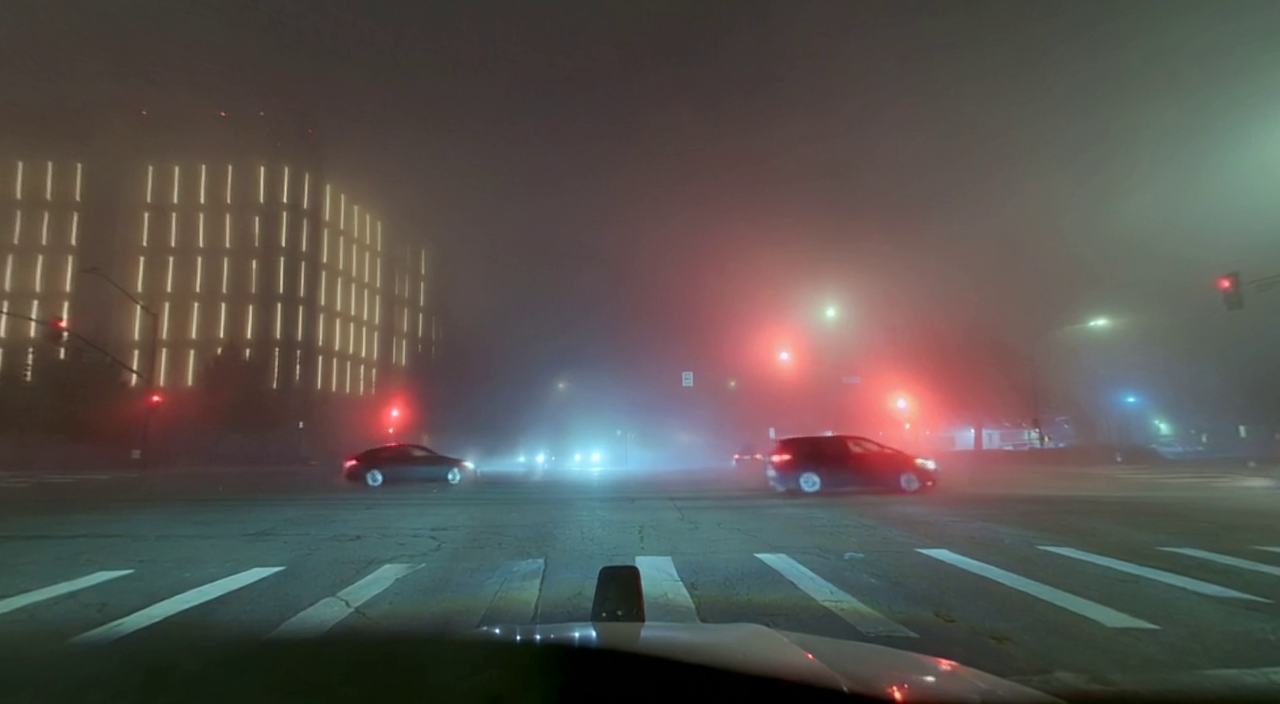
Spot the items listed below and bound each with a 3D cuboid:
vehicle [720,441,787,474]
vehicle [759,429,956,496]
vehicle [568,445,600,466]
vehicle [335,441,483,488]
[{"bbox_3d":[5.912,5.412,32.611,1.955,1.569,4.397,-5,-10,30],"label":"vehicle"},{"bbox_3d":[6.241,3.197,18.518,4.923,1.800,2.153,1,-8,-6],"label":"vehicle"},{"bbox_3d":[-4.337,8.129,49.765,2.130,1.613,4.121,0,-8,0],"label":"vehicle"},{"bbox_3d":[-7.643,3.759,21.357,4.424,1.454,2.043,2,-9,-15],"label":"vehicle"}]
